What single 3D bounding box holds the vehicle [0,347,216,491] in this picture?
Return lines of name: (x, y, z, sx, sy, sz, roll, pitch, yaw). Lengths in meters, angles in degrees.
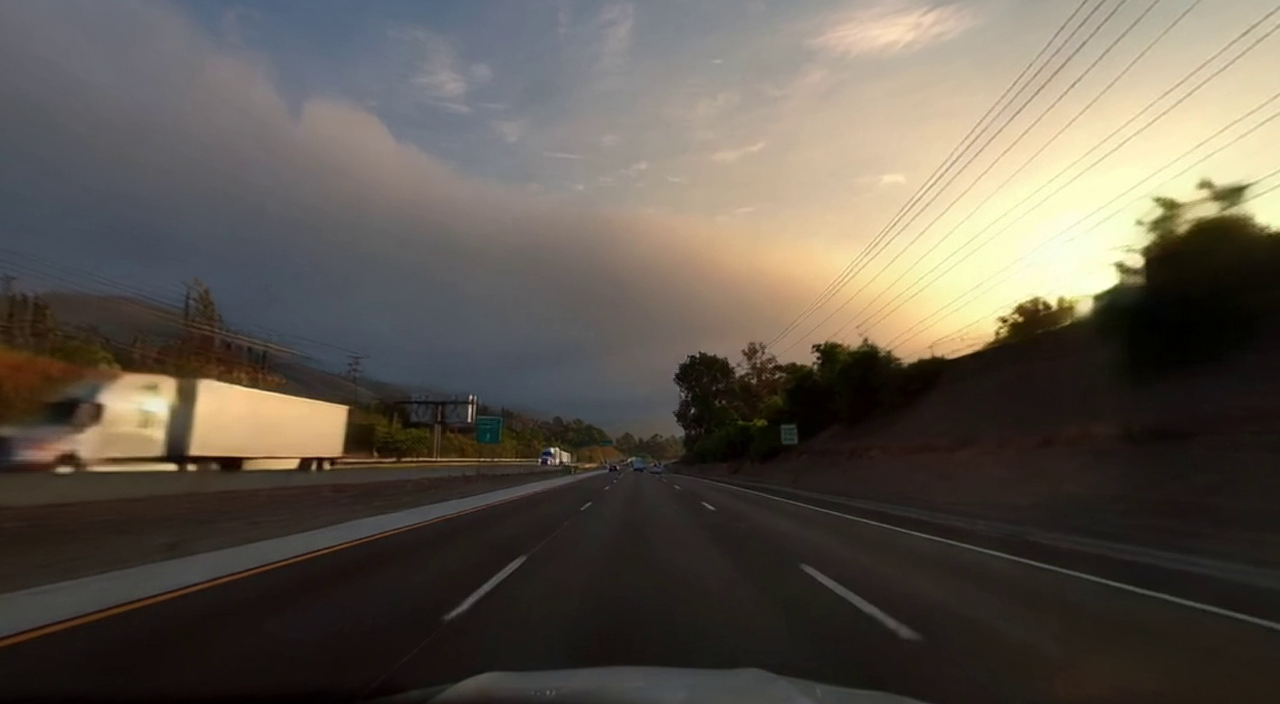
vehicle: (-17.130, 2.311, 20.059, 2.964, 3.921, 5.816, 1, -10, -1)
